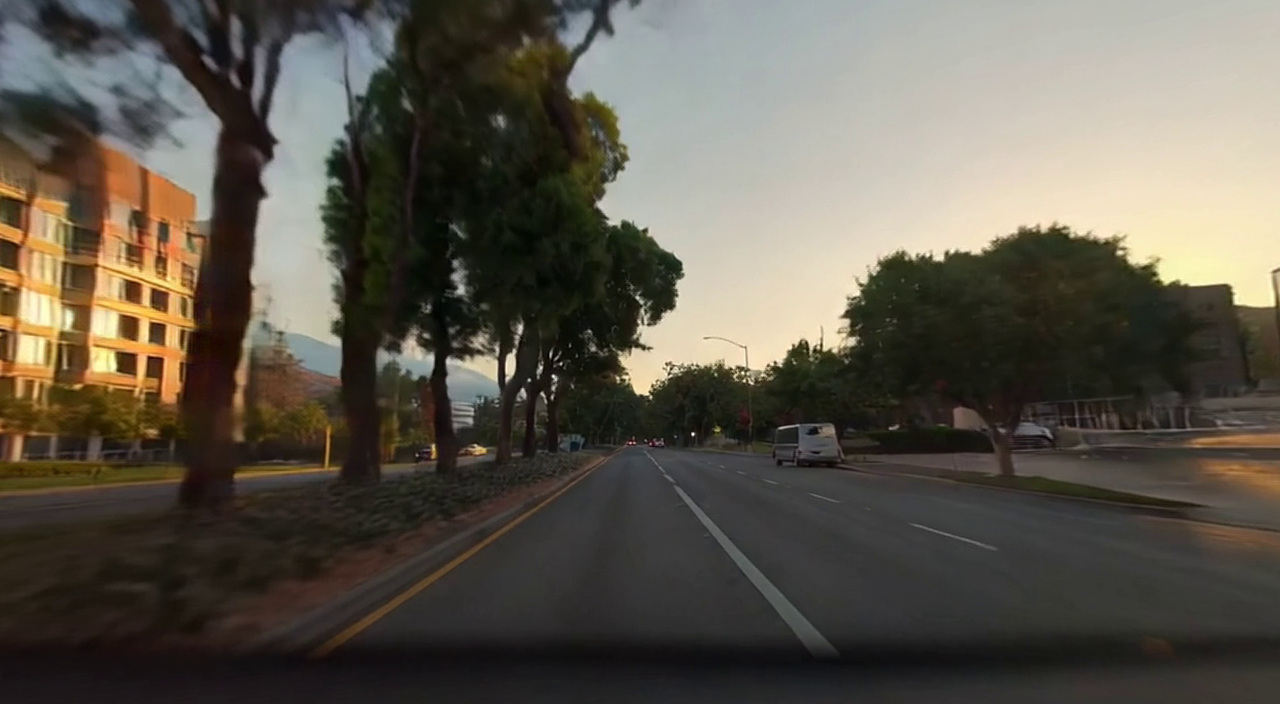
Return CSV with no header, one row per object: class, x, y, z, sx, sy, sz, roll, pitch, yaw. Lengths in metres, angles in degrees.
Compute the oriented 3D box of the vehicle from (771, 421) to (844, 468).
vehicle,9.818,5.538,37.713,2.456,2.534,5.930,0,-8,-3
